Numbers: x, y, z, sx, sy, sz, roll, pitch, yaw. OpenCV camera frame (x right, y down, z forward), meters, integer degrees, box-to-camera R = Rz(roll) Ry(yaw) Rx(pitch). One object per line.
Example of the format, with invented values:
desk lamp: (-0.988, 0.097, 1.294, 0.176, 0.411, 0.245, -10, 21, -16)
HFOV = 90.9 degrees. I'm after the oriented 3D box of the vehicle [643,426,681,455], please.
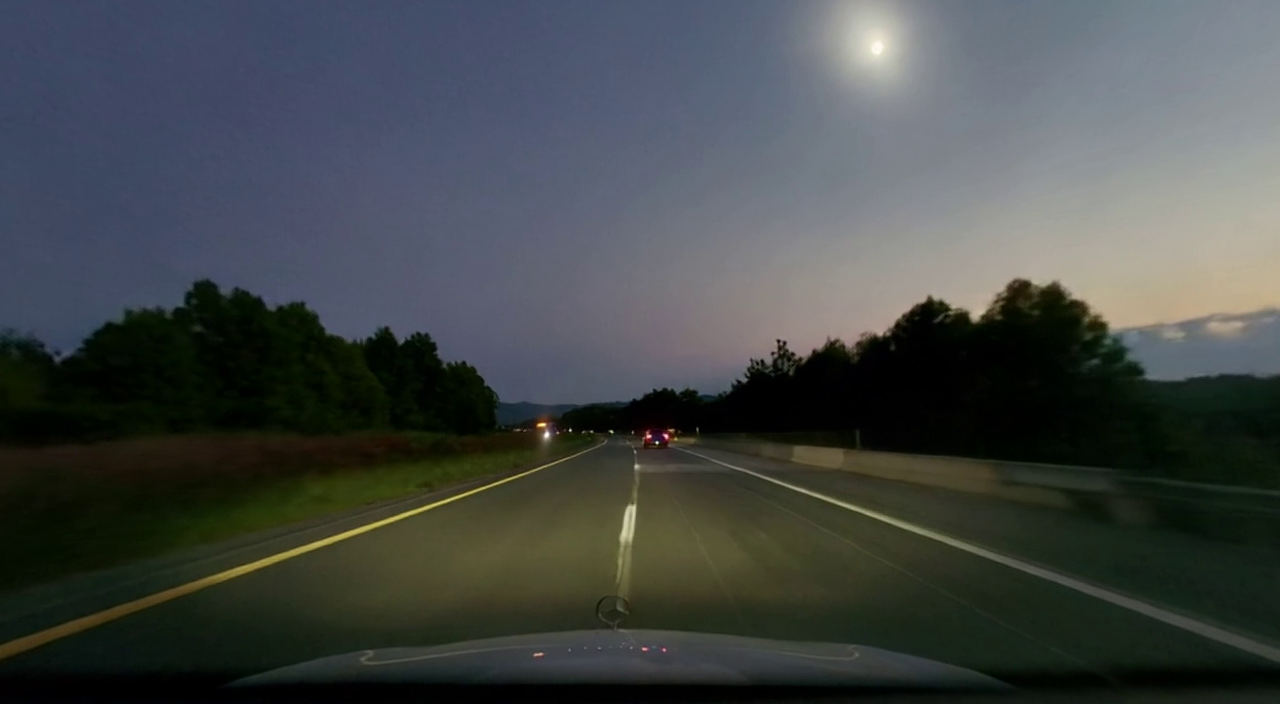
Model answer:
vehicle: (1.373, 5.796, 41.336, 2.240, 1.801, 4.545, 0, -8, -2)
